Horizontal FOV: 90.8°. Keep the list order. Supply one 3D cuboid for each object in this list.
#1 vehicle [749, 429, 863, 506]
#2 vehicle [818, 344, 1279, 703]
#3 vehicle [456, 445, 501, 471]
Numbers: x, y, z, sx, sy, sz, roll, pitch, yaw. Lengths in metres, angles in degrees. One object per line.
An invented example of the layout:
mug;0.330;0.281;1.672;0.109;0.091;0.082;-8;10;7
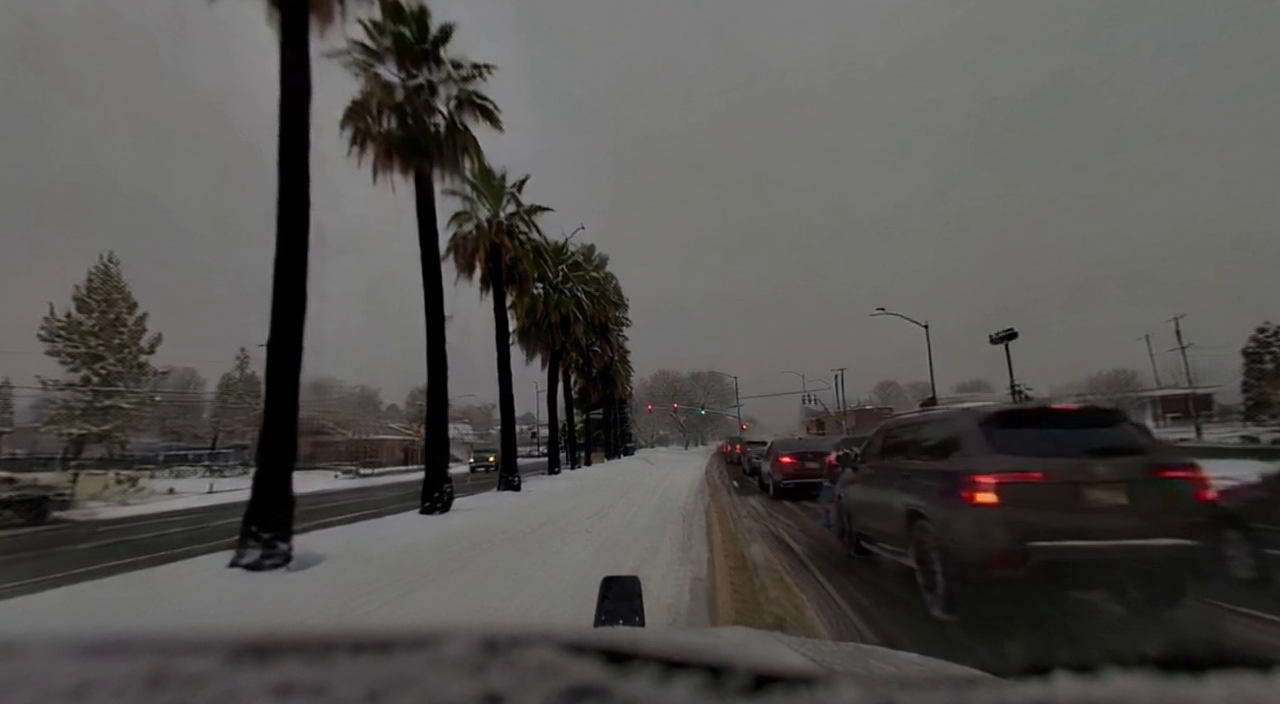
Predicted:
vehicle;4.255;3.027;17.068;2.061;1.744;4.752;-1;-8;4
vehicle;3.314;1.223;5.496;2.428;1.816;4.959;-1;-8;4
vehicle;-11.399;7.485;44.900;1.979;1.724;4.334;-1;-8;2
